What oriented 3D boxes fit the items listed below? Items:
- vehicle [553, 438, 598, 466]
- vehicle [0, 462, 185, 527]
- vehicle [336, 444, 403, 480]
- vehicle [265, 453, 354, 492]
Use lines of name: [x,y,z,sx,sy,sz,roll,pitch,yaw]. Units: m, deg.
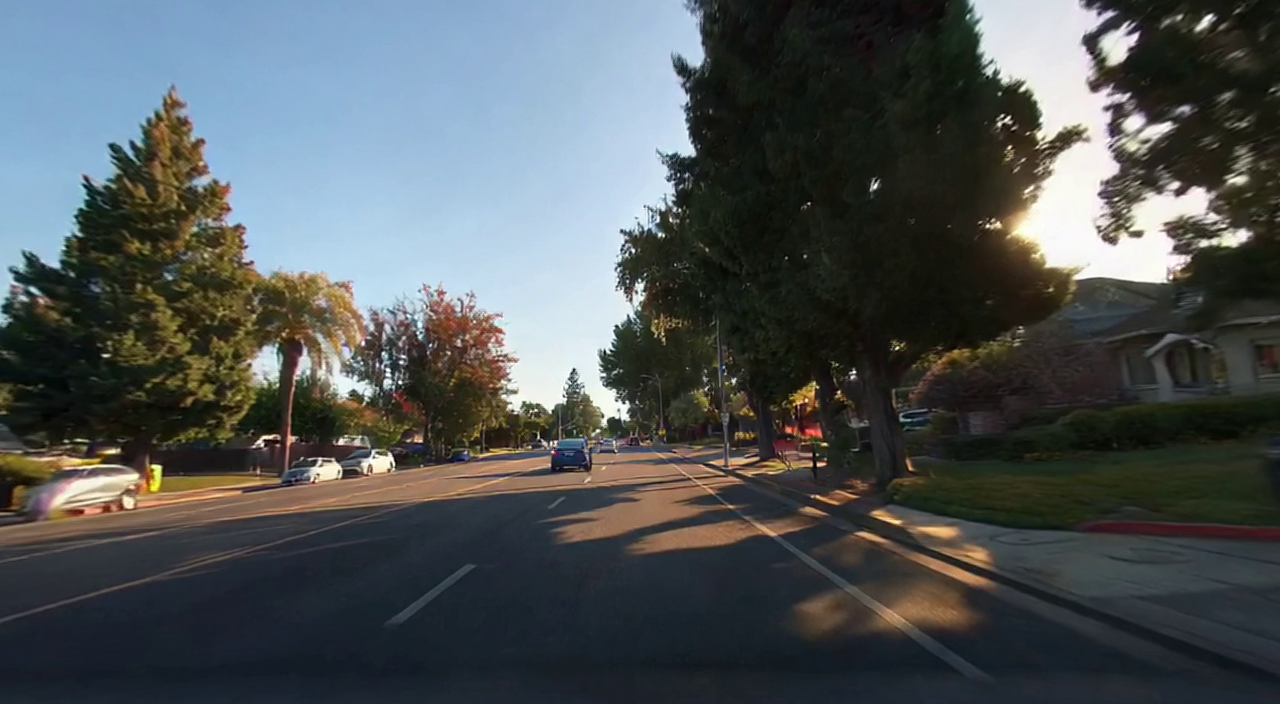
vehicle: [-3.515,5.534,35.110,2.030,1.467,4.251,0,-8,0]
vehicle: [-15.696,3.973,18.123,1.927,1.479,4.543,0,-8,-1]
vehicle: [-15.785,6.383,37.152,2.050,1.784,4.577,-3,-7,-1]
vehicle: [-15.575,5.647,30.042,1.901,1.454,4.249,-3,-7,1]
